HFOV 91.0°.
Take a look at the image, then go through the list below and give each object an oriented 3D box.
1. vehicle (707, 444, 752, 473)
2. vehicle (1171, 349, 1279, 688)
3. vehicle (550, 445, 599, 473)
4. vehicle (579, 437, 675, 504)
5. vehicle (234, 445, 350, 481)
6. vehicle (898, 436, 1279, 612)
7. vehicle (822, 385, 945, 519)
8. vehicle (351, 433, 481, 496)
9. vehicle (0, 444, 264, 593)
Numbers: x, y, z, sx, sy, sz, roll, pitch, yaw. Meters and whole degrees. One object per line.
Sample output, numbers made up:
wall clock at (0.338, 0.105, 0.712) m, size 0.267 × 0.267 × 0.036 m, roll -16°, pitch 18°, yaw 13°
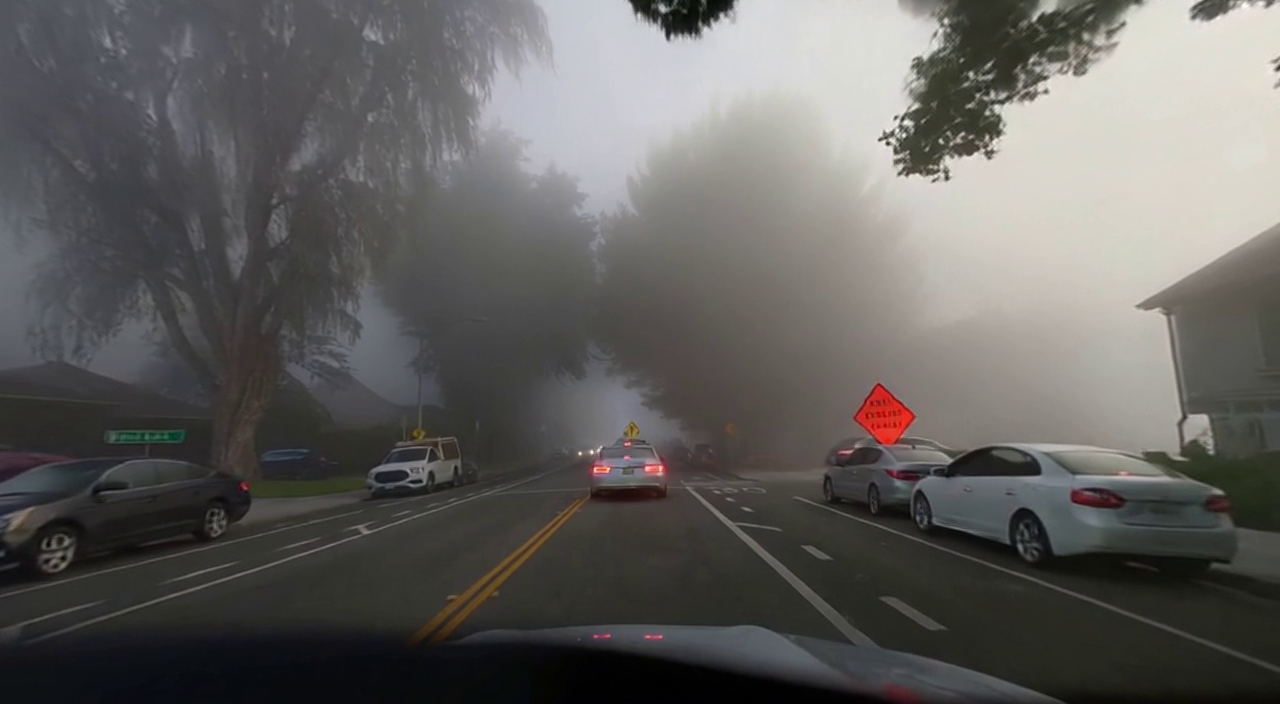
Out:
vehicle at (4.913, 5.877, 35.059) m, size 1.985 × 1.481 × 4.116 m, roll 0°, pitch -9°, yaw 1°
vehicle at (4.857, 0.624, 1.331) m, size 2.279 × 1.946 × 5.925 m, roll 0°, pitch -8°, yaw 0°
vehicle at (-3.906, 6.183, 36.669) m, size 1.997 × 1.464 × 4.925 m, roll 2°, pitch -9°, yaw -15°
vehicle at (-0.260, 2.953, 16.148) m, size 2.151 × 1.481 × 4.084 m, roll 0°, pitch -9°, yaw 1°
vehicle at (-16.665, 5.324, 30.307) m, size 4.468 × 1.517 × 1.796 m, roll -1°, pitch -9°, yaw -2°
vehicle at (5.098, 1.810, 7.716) m, size 1.864 × 1.480 × 4.587 m, roll 0°, pitch -9°, yaw -1°
vehicle at (5.252, 2.177, 13.937) m, size 1.409 × 2.648 × 2.645 m, roll 0°, pitch -8°, yaw -4°
vehicle at (-8.161, 4.166, 23.812) m, size 2.659 × 2.047 × 6.014 m, roll 0°, pitch -9°, yaw 0°
vehicle at (-8.009, 2.229, 9.422) m, size 2.036 × 1.676 × 4.440 m, roll 0°, pitch -9°, yaw -1°
